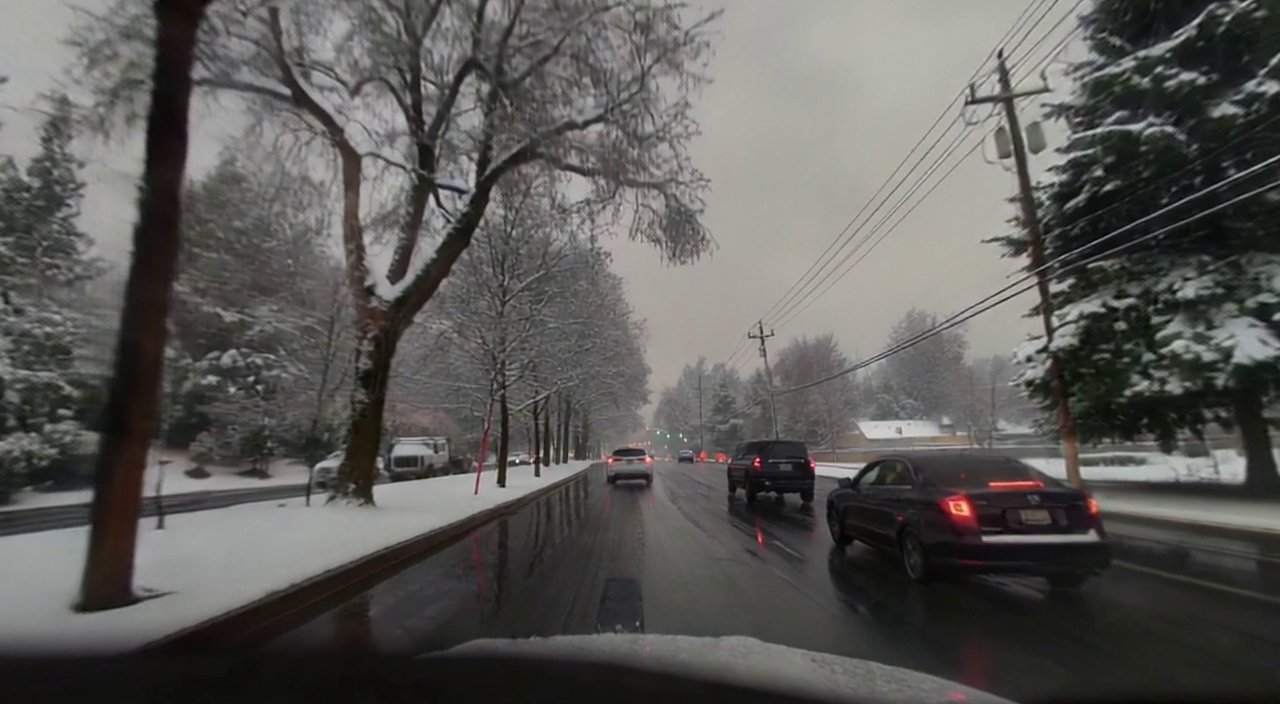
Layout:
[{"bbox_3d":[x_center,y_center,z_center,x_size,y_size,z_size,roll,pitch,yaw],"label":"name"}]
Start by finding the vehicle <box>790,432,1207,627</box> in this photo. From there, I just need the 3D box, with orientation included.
[{"bbox_3d":[3.331,1.701,7.224,1.977,1.460,4.565,0,-8,-2],"label":"vehicle"}]

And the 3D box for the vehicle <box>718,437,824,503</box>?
[{"bbox_3d":[3.800,3.489,19.245,2.116,1.726,4.672,0,-8,-1],"label":"vehicle"}]

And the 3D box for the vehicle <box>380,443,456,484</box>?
[{"bbox_3d":[-12.394,6.232,35.779,2.223,2.091,6.044,0,-8,-1],"label":"vehicle"}]

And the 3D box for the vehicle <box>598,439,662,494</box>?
[{"bbox_3d":[-0.331,3.989,22.408,2.050,1.745,3.915,-1,-8,0],"label":"vehicle"}]

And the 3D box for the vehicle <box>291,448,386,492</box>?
[{"bbox_3d":[-16.050,6.284,34.120,2.258,2.072,5.695,-1,-8,1],"label":"vehicle"}]
